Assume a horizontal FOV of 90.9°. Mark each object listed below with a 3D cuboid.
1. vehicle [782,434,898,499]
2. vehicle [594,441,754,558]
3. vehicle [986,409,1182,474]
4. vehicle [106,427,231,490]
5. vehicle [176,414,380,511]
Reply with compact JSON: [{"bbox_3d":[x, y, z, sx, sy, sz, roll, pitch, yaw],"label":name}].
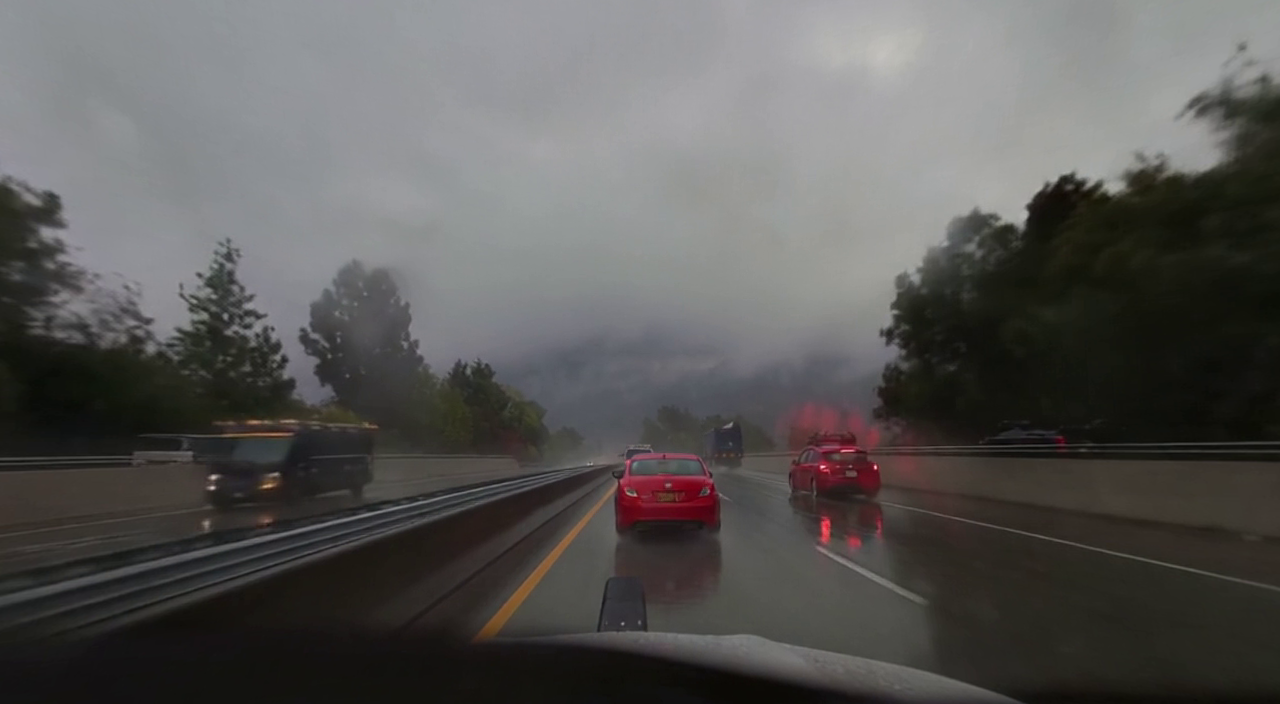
[{"bbox_3d":[6.260,3.663,20.429,2.177,1.827,4.565,0,-9,-1],"label":"vehicle"},{"bbox_3d":[0.446,2.216,10.120,2.076,1.485,3.774,0,-9,0],"label":"vehicle"},{"bbox_3d":[31.482,6.684,46.223,2.822,3.996,14.073,1,-9,-6],"label":"vehicle"},{"bbox_3d":[-33.568,7.567,45.397,2.902,3.981,7.819,-3,-8,0],"label":"vehicle"},{"bbox_3d":[-12.346,3.889,22.646,2.580,2.814,7.896,0,-9,0],"label":"vehicle"}]
